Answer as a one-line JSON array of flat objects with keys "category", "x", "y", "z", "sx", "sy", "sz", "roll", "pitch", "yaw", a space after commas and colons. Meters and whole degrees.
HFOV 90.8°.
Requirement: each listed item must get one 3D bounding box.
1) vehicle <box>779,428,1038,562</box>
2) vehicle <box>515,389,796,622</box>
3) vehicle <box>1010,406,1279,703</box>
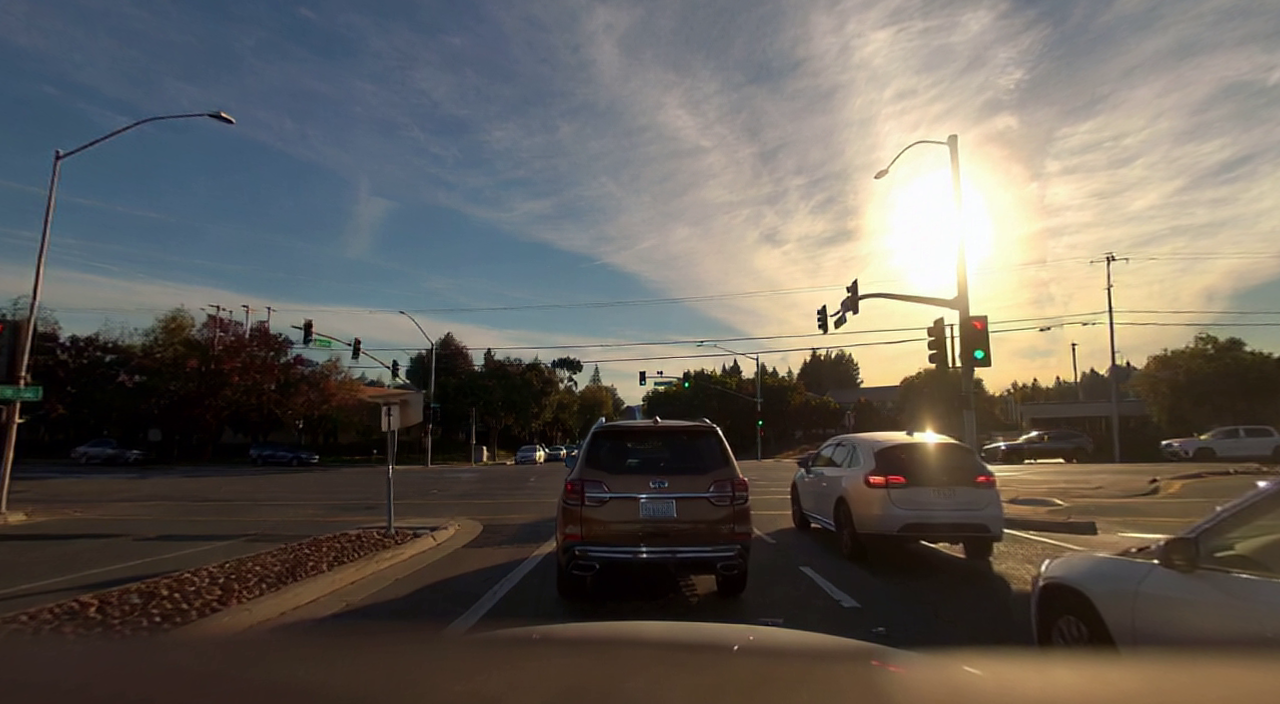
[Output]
[{"category": "vehicle", "x": 3.514, "y": 1.928, "z": 9.318, "sx": 1.861, "sy": 1.495, "sz": 4.215, "roll": 0, "pitch": -8, "yaw": -2}, {"category": "vehicle", "x": 0.116, "y": 1.520, "z": 7.209, "sx": 2.170, "sy": 1.793, "sz": 4.468, "roll": 0, "pitch": -8, "yaw": 0}, {"category": "vehicle", "x": 3.152, "y": 0.823, "z": 1.470, "sx": 1.924, "sy": 1.466, "sz": 4.461, "roll": 0, "pitch": -8, "yaw": 1}]
